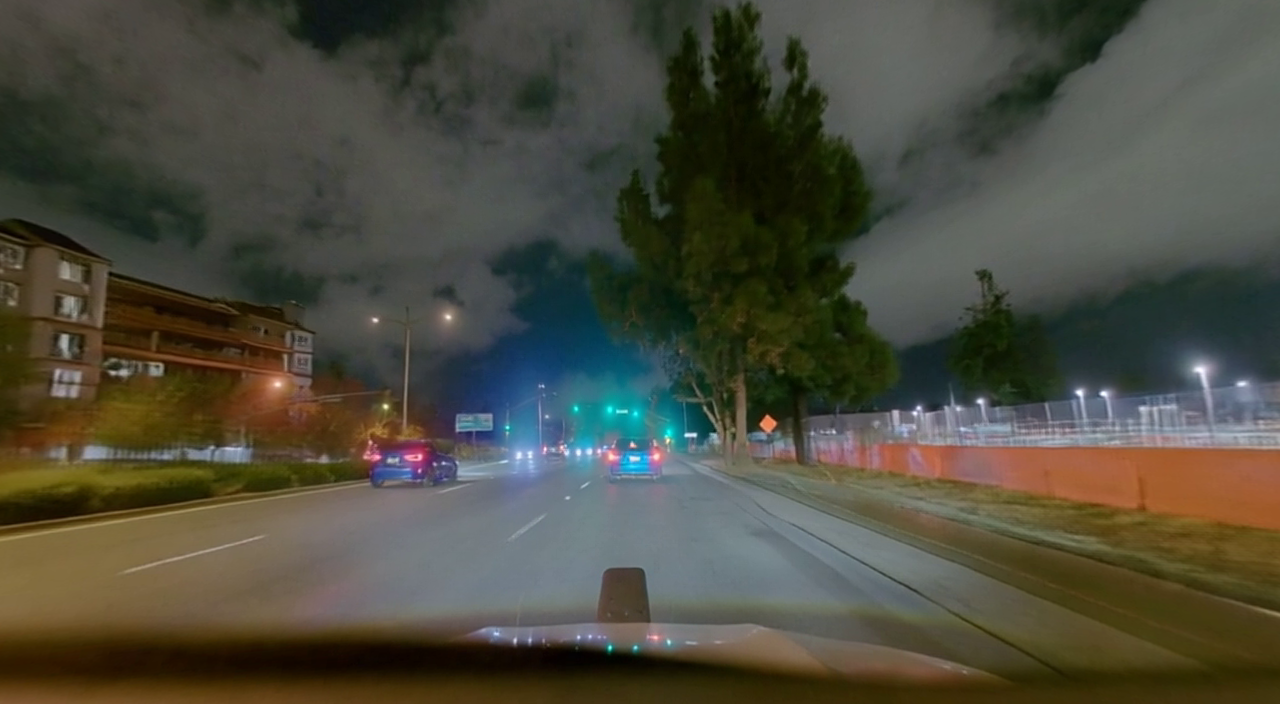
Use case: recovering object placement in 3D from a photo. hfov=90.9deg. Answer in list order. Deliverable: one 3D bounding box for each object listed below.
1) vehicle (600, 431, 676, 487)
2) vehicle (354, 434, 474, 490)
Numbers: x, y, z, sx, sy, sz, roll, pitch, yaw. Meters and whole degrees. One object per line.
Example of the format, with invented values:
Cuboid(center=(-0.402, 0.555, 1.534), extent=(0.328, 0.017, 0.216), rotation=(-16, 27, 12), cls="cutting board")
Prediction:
Cuboid(center=(-0.074, 3.478, 20.824), extent=(2.227, 1.654, 4.091), rotation=(0, -8, 0), cls="vehicle")
Cuboid(center=(-6.663, 3.285, 19.145), extent=(1.877, 1.479, 4.430), rotation=(0, -8, 2), cls="vehicle")
